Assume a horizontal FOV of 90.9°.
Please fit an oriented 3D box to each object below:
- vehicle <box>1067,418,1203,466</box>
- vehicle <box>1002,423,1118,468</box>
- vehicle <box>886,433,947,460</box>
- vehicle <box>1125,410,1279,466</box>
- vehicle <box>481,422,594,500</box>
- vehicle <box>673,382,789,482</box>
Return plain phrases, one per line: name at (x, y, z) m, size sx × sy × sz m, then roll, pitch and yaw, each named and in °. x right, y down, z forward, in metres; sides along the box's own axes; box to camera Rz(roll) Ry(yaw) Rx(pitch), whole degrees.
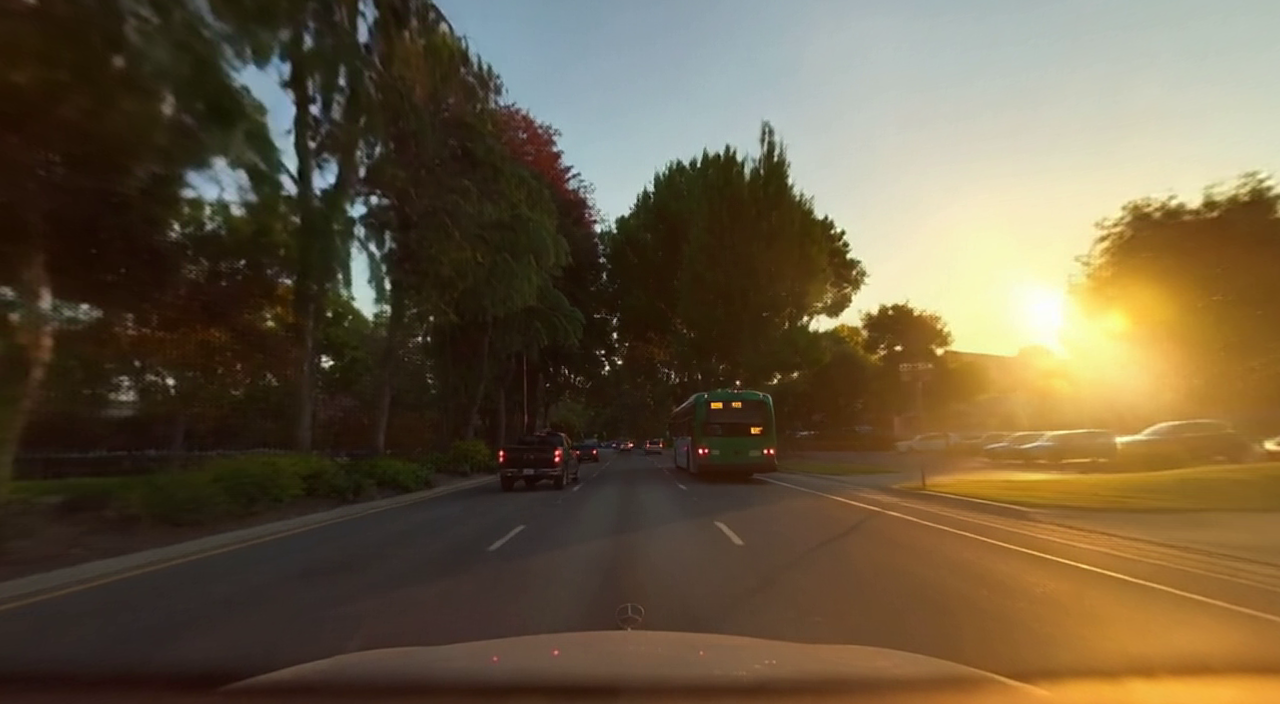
vehicle at (19.253, 3.556, 24.810) m, size 2.062 × 1.683 × 4.209 m, roll -1°, pitch -8°, yaw 3°
vehicle at (16.642, 3.741, 25.266) m, size 1.972 × 1.648 × 4.016 m, roll -1°, pitch -8°, yaw 2°
vehicle at (16.421, 5.694, 37.672) m, size 1.797 × 1.455 × 4.342 m, roll -2°, pitch -9°, yaw 3°
vehicle at (21.890, 3.375, 24.596) m, size 2.152 × 1.945 × 4.827 m, roll 0°, pitch -8°, yaw 2°
vehicle at (-2.652, 2.997, 17.742) m, size 2.074 × 1.849 × 5.137 m, roll -1°, pitch -8°, yaw 3°
vehicle at (3.336, 3.559, 27.156) m, size 3.059 × 3.264 × 12.623 m, roll 0°, pitch -8°, yaw 0°
